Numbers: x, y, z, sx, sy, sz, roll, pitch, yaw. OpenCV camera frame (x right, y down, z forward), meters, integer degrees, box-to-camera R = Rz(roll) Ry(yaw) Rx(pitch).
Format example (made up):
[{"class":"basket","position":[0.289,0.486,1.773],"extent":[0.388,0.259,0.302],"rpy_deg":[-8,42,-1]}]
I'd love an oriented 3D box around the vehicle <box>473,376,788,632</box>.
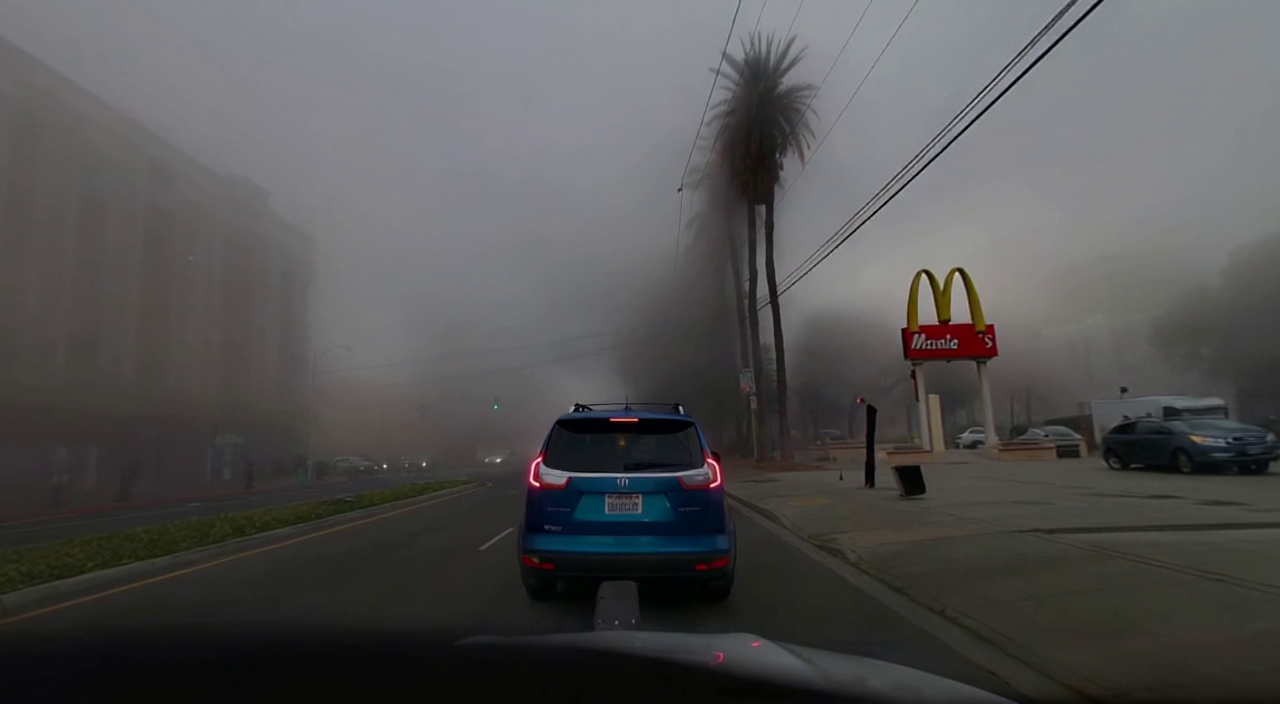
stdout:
[{"class":"vehicle","position":[-0.121,1.363,6.530],"extent":[2.234,1.818,3.869],"rpy_deg":[0,-8,-2]}]

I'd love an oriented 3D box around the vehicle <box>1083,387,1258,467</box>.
[{"class":"vehicle","position":[16.113,2.347,19.077],"extent":[6.060,2.047,2.490],"rpy_deg":[6,-11,-36]}]
